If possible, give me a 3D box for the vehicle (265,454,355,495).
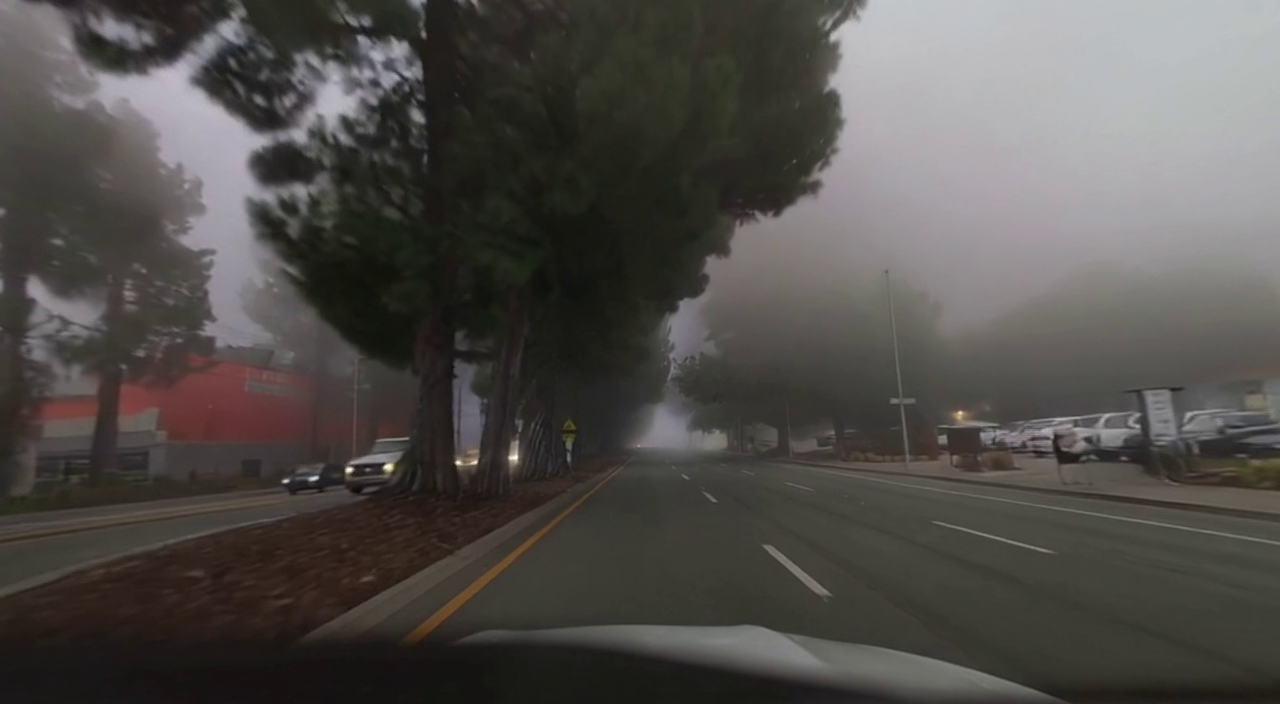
[{"bbox_3d":[-15.561,5.777,30.048,1.930,1.738,4.339,0,-9,0],"label":"vehicle"}]

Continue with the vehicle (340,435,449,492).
[{"bbox_3d":[-9.811,4.492,25.784,2.180,2.034,5.429,0,-9,1],"label":"vehicle"}]
